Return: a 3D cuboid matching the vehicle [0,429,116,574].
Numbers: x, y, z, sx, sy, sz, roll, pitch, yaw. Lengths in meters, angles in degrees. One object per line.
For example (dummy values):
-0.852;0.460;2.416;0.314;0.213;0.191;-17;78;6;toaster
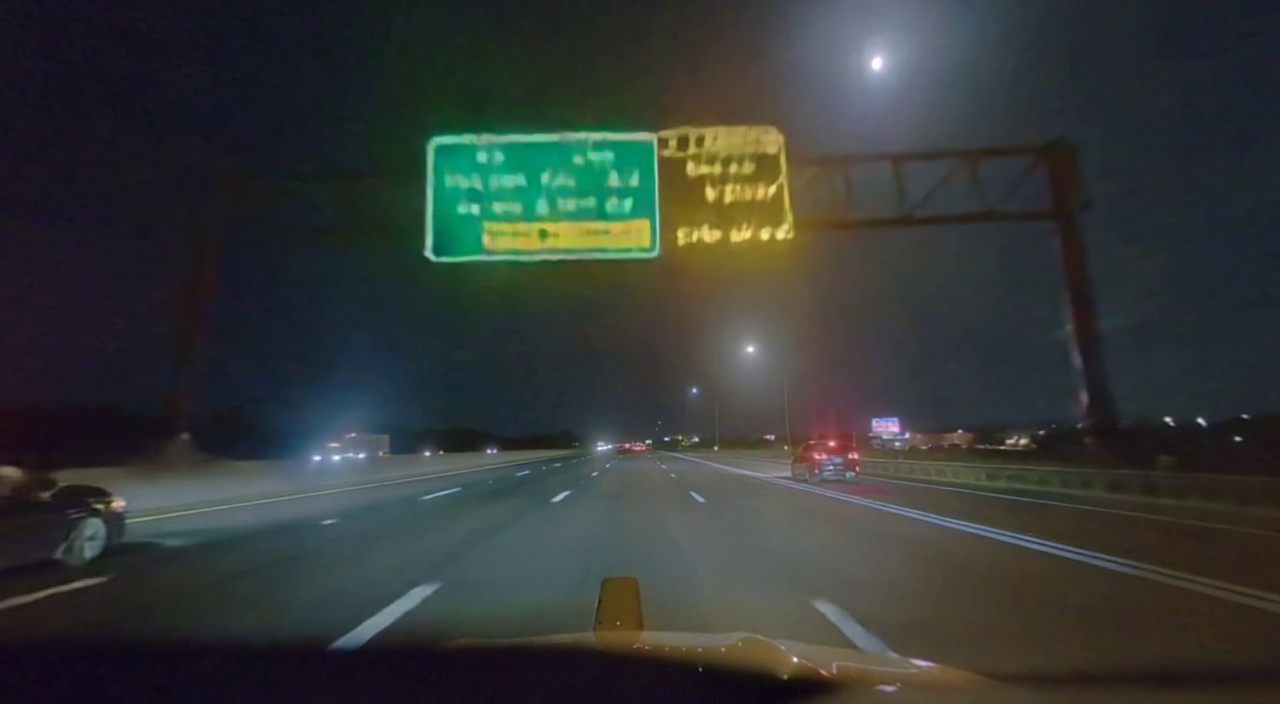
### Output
-7.864;1.450;5.734;2.005;1.545;4.874;0;-8;0;vehicle
